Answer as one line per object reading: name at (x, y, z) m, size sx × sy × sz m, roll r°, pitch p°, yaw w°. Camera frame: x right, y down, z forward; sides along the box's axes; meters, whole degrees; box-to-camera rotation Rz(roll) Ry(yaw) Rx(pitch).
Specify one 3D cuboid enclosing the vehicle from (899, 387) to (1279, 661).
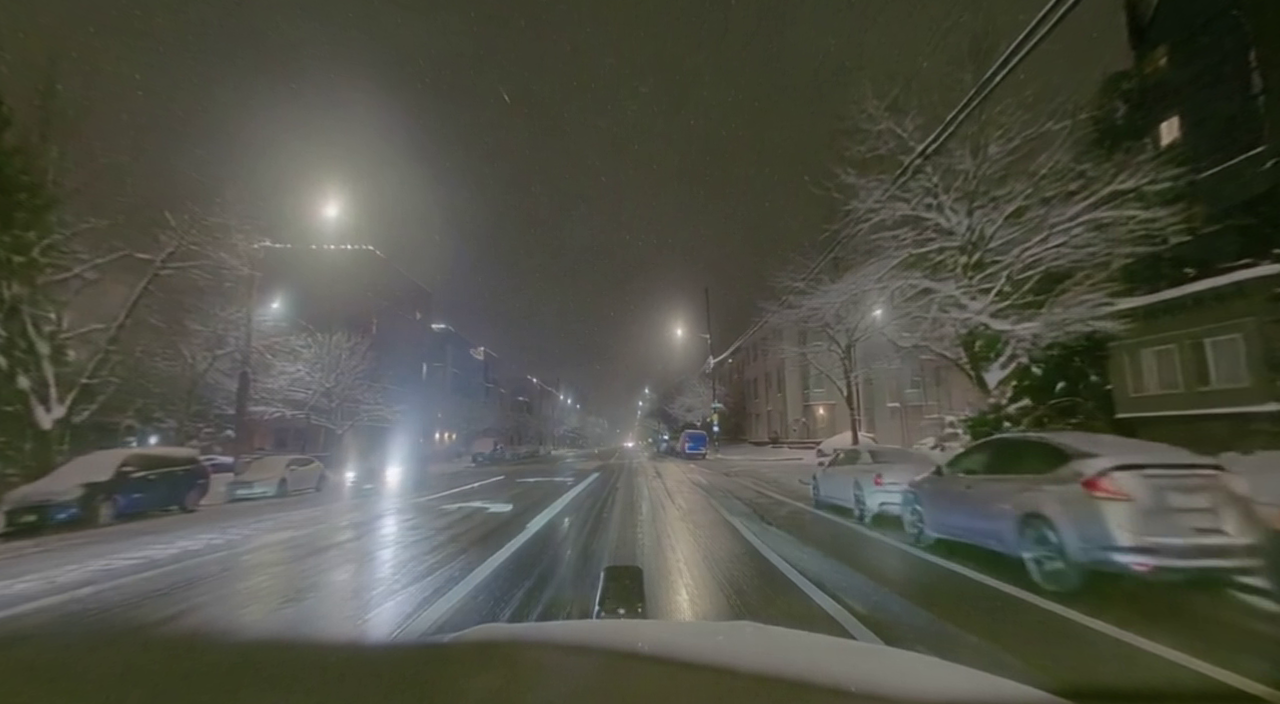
vehicle at (4.807, 1.471, 6.600) m, size 2.139 × 1.780 × 4.817 m, roll 0°, pitch -8°, yaw 0°

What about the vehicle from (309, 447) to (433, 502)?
vehicle at (-8.024, 3.650, 19.343) m, size 1.952 × 1.477 × 4.128 m, roll 0°, pitch -8°, yaw 0°

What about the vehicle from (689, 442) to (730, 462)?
vehicle at (5.254, 7.602, 48.294) m, size 1.848 × 1.468 × 4.332 m, roll 2°, pitch -9°, yaw -13°

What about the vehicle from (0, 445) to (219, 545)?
vehicle at (-12.490, 3.197, 14.867) m, size 2.036 × 1.819 × 4.626 m, roll -3°, pitch -7°, yaw -1°

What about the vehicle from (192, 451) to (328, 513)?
vehicle at (-12.458, 4.239, 21.160) m, size 1.920 × 1.629 × 4.599 m, roll -2°, pitch -8°, yaw -3°
